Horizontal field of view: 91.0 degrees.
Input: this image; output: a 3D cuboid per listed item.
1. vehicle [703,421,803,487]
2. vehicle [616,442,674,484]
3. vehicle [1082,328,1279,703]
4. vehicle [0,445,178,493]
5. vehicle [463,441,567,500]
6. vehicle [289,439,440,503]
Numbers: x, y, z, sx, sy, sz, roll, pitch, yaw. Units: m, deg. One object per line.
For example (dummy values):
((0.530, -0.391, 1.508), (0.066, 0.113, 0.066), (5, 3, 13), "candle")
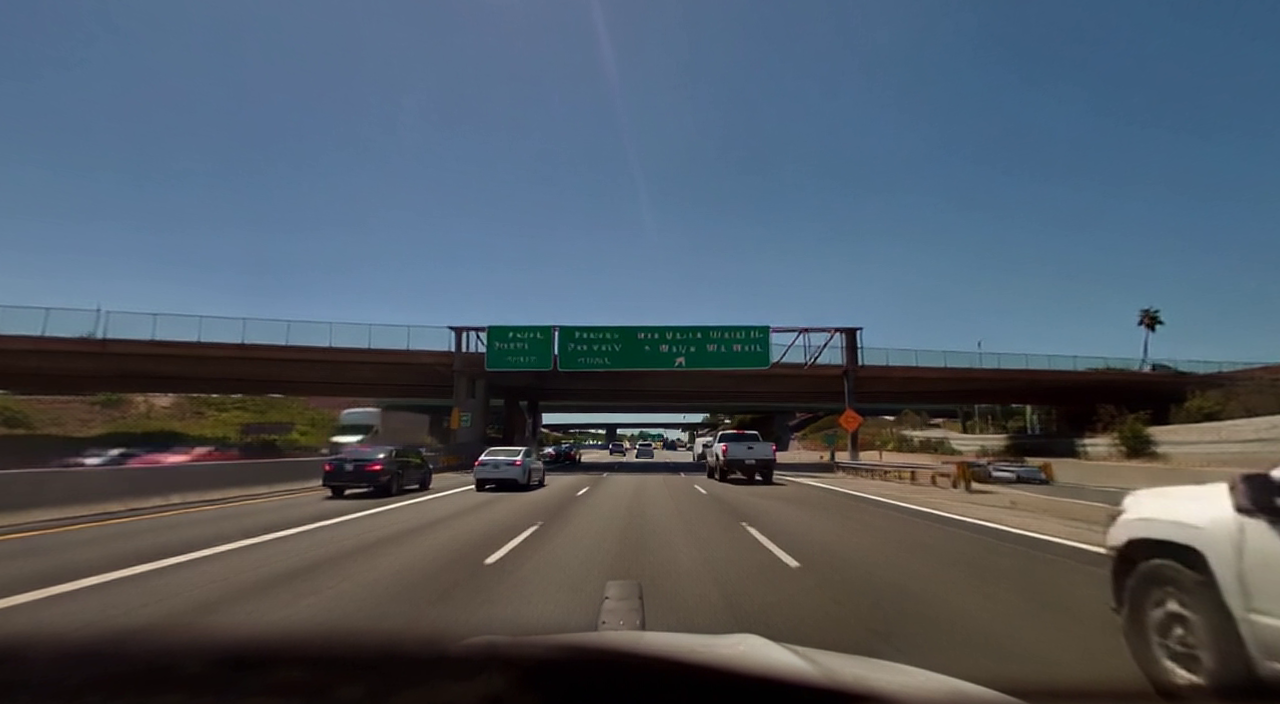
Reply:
((4.101, 3.920, 24.378), (2.802, 2.151, 6.579), (0, -9, 2), "vehicle")
((0.231, 4.277, 24.600), (2.071, 1.478, 4.130), (0, -9, 1), "vehicle")
((3.653, 0.628, 1.533), (2.045, 1.768, 4.249), (0, -9, 1), "vehicle")
((-19.350, 4.099, 22.474), (1.967, 1.527, 4.747), (0, -9, 2), "vehicle")
((-3.473, 3.377, 18.392), (1.996, 1.488, 4.451), (0, -9, 2), "vehicle")
((-7.407, 3.244, 17.565), (2.065, 1.519, 4.491), (0, -9, 2), "vehicle")
